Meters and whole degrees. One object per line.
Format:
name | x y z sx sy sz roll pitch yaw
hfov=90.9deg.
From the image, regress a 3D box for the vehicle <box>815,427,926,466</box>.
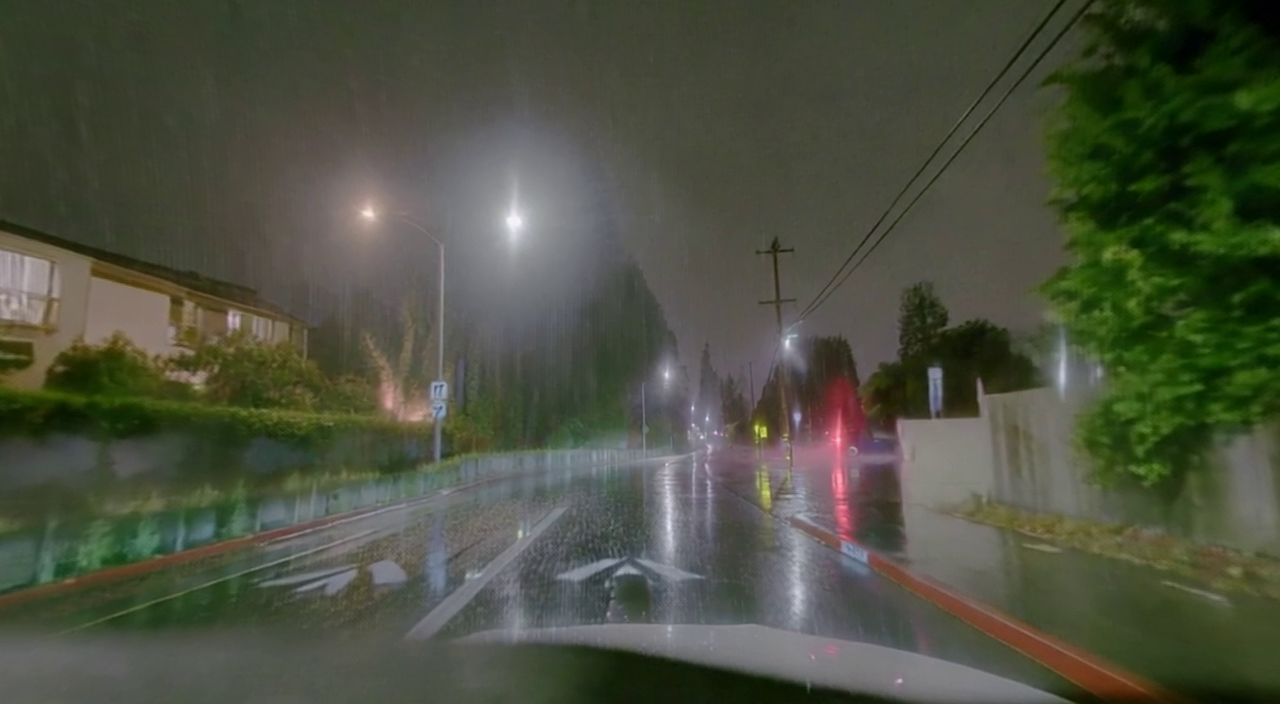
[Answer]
vehicle | 10.989 4.532 30.308 4.614 1.764 1.860 -1 -9 5
